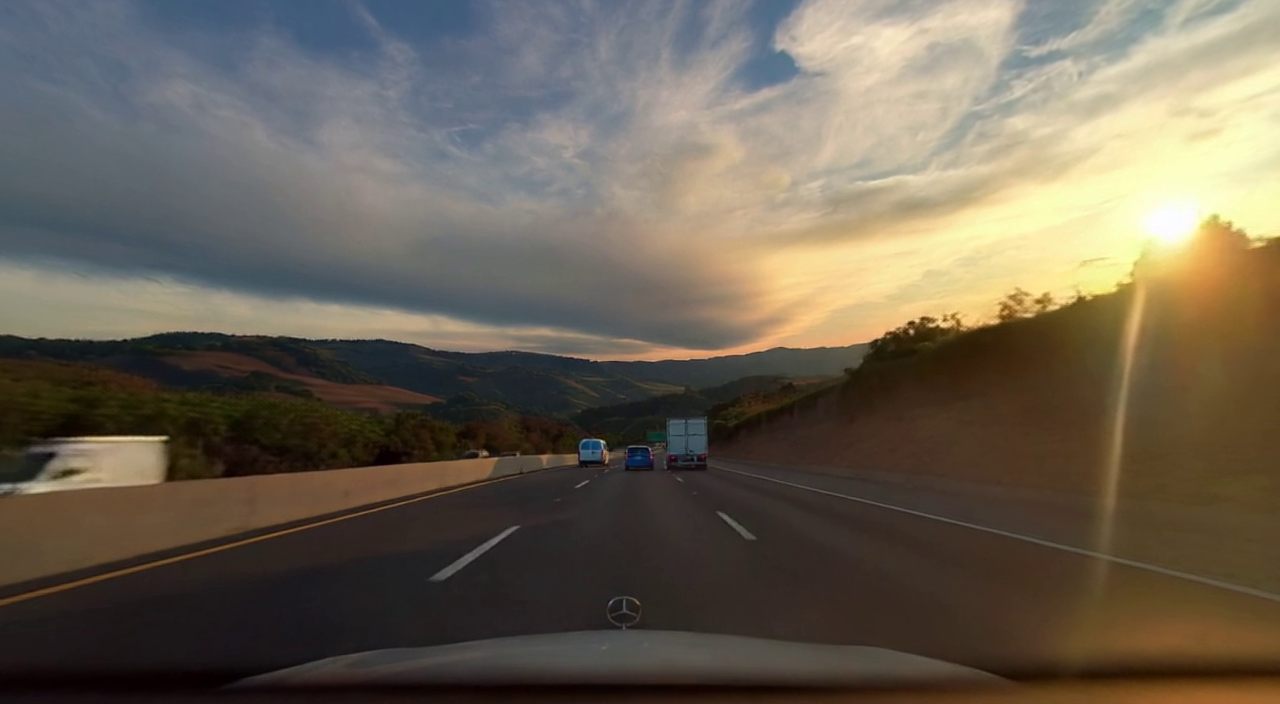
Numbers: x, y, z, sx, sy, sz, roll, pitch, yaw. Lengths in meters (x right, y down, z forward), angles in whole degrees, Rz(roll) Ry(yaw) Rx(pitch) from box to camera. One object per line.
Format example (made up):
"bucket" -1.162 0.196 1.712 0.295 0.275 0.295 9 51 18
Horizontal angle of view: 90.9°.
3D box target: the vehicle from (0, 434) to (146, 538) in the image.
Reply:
"vehicle" -16.409 3.419 16.379 2.308 2.449 5.847 0 -9 0

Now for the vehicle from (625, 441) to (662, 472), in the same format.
"vehicle" 0.201 6.464 39.049 2.166 1.747 4.299 0 -9 0

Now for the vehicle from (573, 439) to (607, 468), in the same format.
"vehicle" -3.612 7.453 46.422 1.955 2.004 4.792 -1 -9 1
